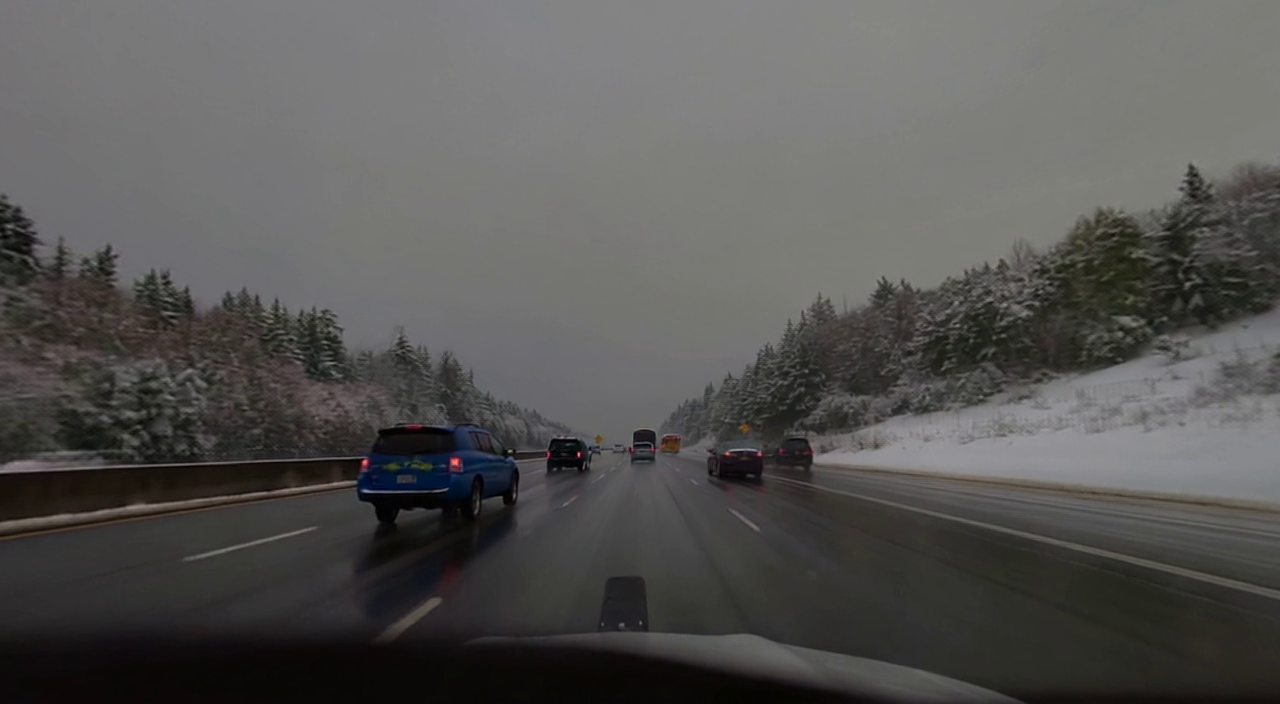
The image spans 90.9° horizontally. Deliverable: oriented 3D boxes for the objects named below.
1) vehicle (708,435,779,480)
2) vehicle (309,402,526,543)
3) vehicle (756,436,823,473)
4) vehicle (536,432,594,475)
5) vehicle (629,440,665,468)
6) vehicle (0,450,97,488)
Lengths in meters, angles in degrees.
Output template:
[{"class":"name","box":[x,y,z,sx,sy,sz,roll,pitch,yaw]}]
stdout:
[{"class":"vehicle","box":[4.093,4.247,25.652,2.050,1.661,4.636,0,-8,-1]},{"class":"vehicle","box":[-3.429,1.962,10.851,2.016,1.898,4.458,0,-8,1]},{"class":"vehicle","box":[7.980,5.515,34.228,2.191,1.807,5.692,0,-8,0]},{"class":"vehicle","box":[-3.497,4.823,30.199,2.155,1.843,4.567,0,-8,1]},{"class":"vehicle","box":[0.420,6.227,38.686,2.042,1.632,3.654,0,-8,0]},{"class":"vehicle","box":[-26.828,5.083,27.710,1.860,1.513,4.489,0,-8,1]}]
